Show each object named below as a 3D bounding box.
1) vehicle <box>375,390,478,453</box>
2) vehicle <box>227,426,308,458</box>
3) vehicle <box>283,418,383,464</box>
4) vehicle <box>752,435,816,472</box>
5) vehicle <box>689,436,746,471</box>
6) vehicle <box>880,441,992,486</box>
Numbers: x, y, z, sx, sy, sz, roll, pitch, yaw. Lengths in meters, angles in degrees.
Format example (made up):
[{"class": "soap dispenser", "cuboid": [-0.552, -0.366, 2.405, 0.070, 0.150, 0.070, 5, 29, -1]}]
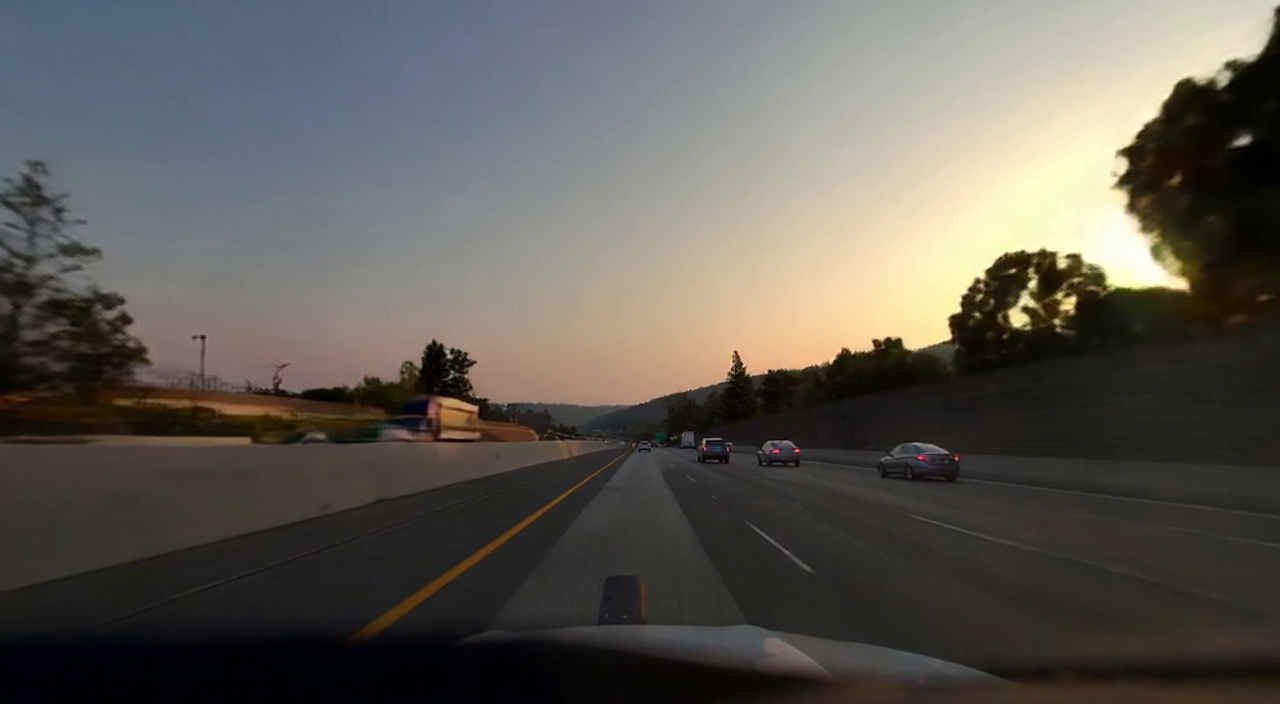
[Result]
[{"class": "vehicle", "cuboid": [-13.765, 4.844, 42.047, 3.009, 3.639, 10.635, 0, -9, 1]}, {"class": "vehicle", "cuboid": [-17.251, 4.228, 29.409, 1.551, 1.393, 3.450, 0, -9, 2]}, {"class": "vehicle", "cuboid": [-10.451, 3.090, 21.755, 1.617, 1.442, 3.488, 0, -8, 1]}, {"class": "vehicle", "cuboid": [7.280, 5.183, 32.388, 2.178, 1.749, 4.570, 0, -8, -1]}, {"class": "vehicle", "cuboid": [3.813, 5.102, 31.923, 2.326, 1.644, 4.206, 0, -8, -1]}, {"class": "vehicle", "cuboid": [10.728, 4.046, 23.313, 1.970, 1.479, 4.480, 0, -8, 0]}]
